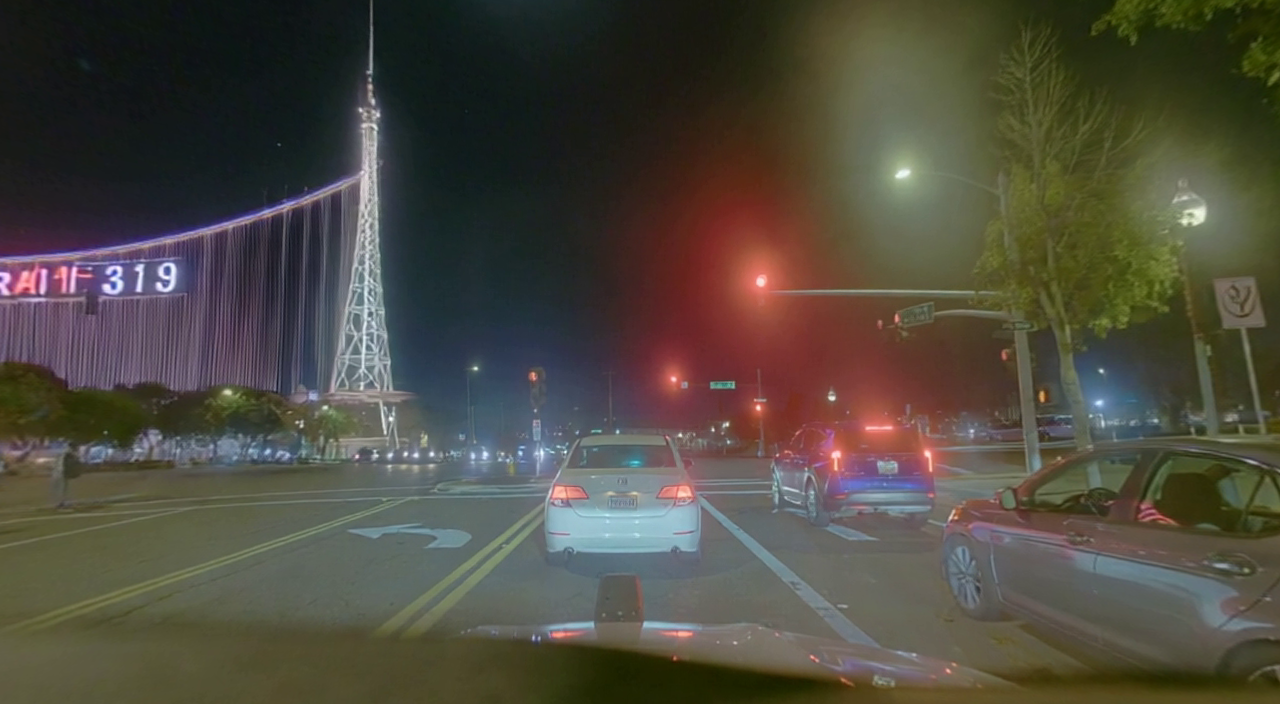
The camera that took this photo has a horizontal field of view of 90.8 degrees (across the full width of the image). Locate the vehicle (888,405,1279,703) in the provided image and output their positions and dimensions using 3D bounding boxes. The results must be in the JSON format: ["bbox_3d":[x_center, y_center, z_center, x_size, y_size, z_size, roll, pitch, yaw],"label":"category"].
[{"bbox_3d":[3.376,1.173,3.996,1.833,1.465,4.258,0,-8,-1],"label":"vehicle"}]

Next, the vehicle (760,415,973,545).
[{"bbox_3d":[3.514,2.081,10.949,1.978,1.738,4.599,0,-8,0],"label":"vehicle"}]

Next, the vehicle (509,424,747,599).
[{"bbox_3d":[-0.109,1.693,7.529,2.096,1.521,3.747,0,-8,0],"label":"vehicle"}]
